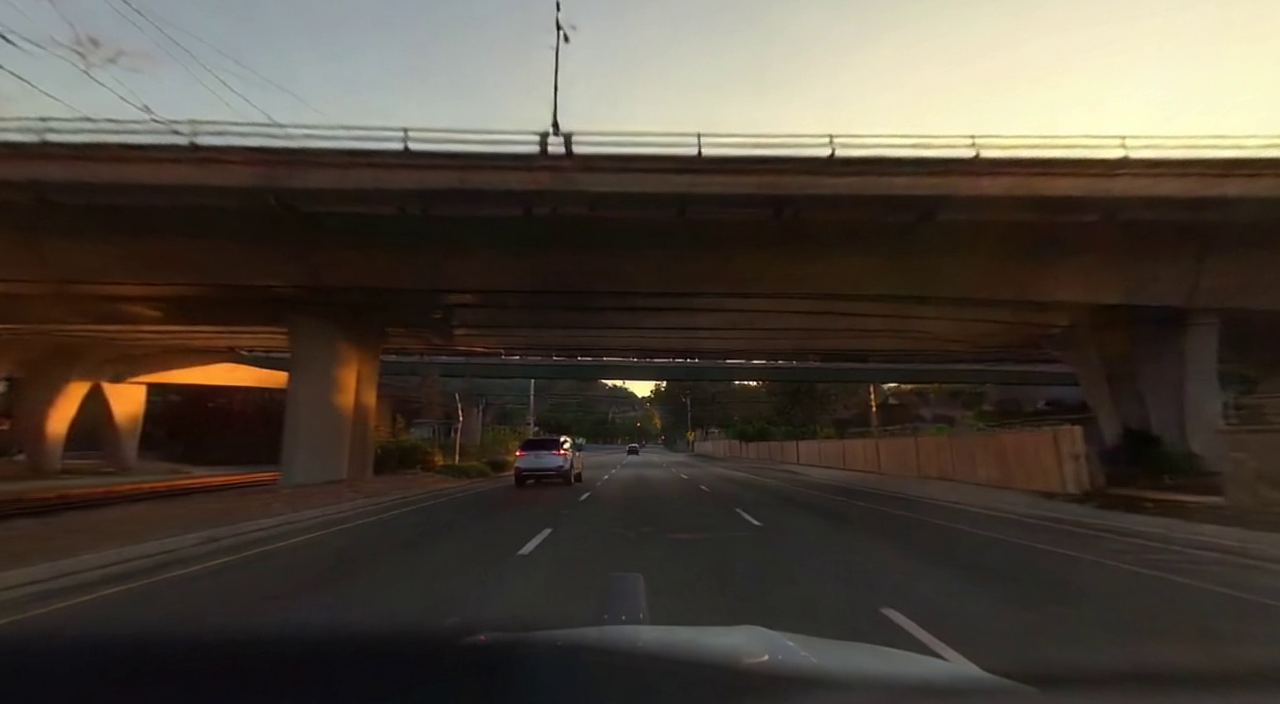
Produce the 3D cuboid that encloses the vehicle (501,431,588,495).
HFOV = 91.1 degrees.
[{"bbox_3d":[-2.788,3.362,19.346,1.882,1.704,4.335,-1,-9,2],"label":"vehicle"}]
